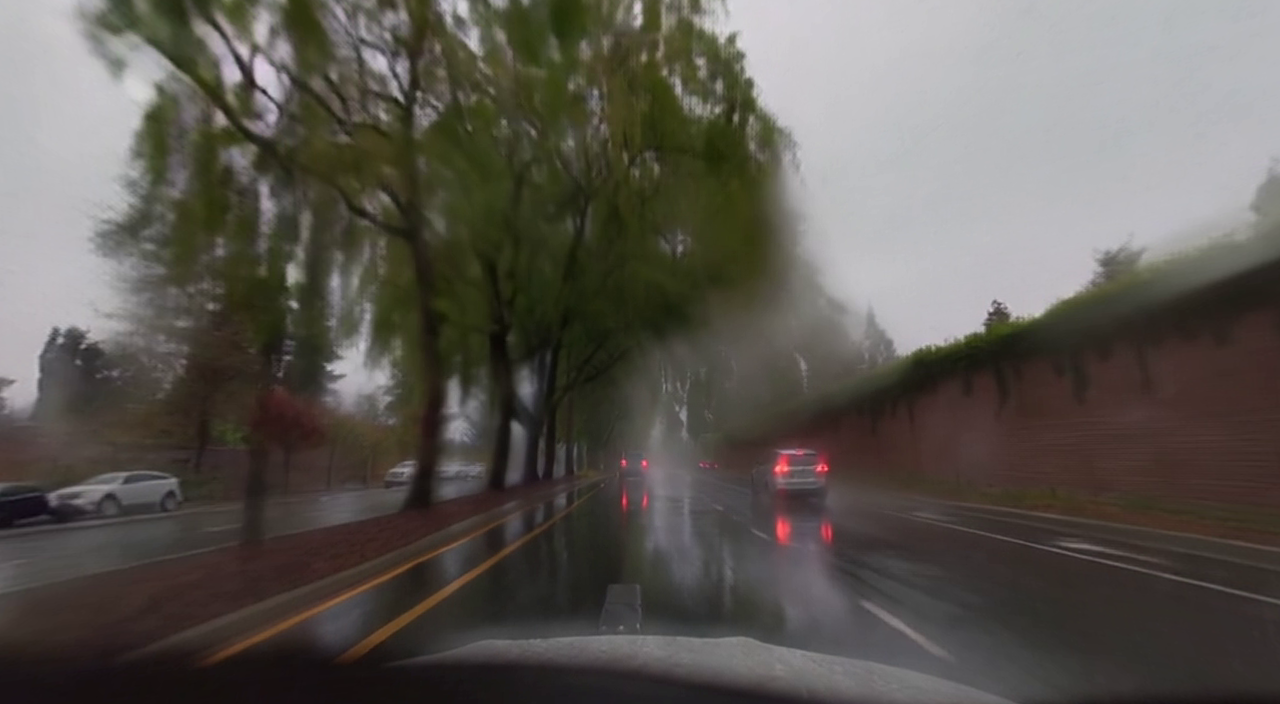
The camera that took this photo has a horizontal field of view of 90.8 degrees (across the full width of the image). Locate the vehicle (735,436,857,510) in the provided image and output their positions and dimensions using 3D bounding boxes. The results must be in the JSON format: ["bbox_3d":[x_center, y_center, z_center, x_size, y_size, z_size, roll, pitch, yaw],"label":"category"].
[{"bbox_3d":[4.101,3.299,17.505,2.155,1.752,4.456,0,-10,-1],"label":"vehicle"}]

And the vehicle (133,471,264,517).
[{"bbox_3d":[-17.256,5.543,25.031,2.012,1.597,4.366,-1,-10,0],"label":"vehicle"}]

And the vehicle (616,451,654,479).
[{"bbox_3d":[-0.345,7.560,42.250,2.391,1.739,3.837,0,-10,0],"label":"vehicle"}]

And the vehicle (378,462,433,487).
[{"bbox_3d":[-17.319,9.038,46.857,2.184,1.697,4.826,-1,-10,0],"label":"vehicle"}]
